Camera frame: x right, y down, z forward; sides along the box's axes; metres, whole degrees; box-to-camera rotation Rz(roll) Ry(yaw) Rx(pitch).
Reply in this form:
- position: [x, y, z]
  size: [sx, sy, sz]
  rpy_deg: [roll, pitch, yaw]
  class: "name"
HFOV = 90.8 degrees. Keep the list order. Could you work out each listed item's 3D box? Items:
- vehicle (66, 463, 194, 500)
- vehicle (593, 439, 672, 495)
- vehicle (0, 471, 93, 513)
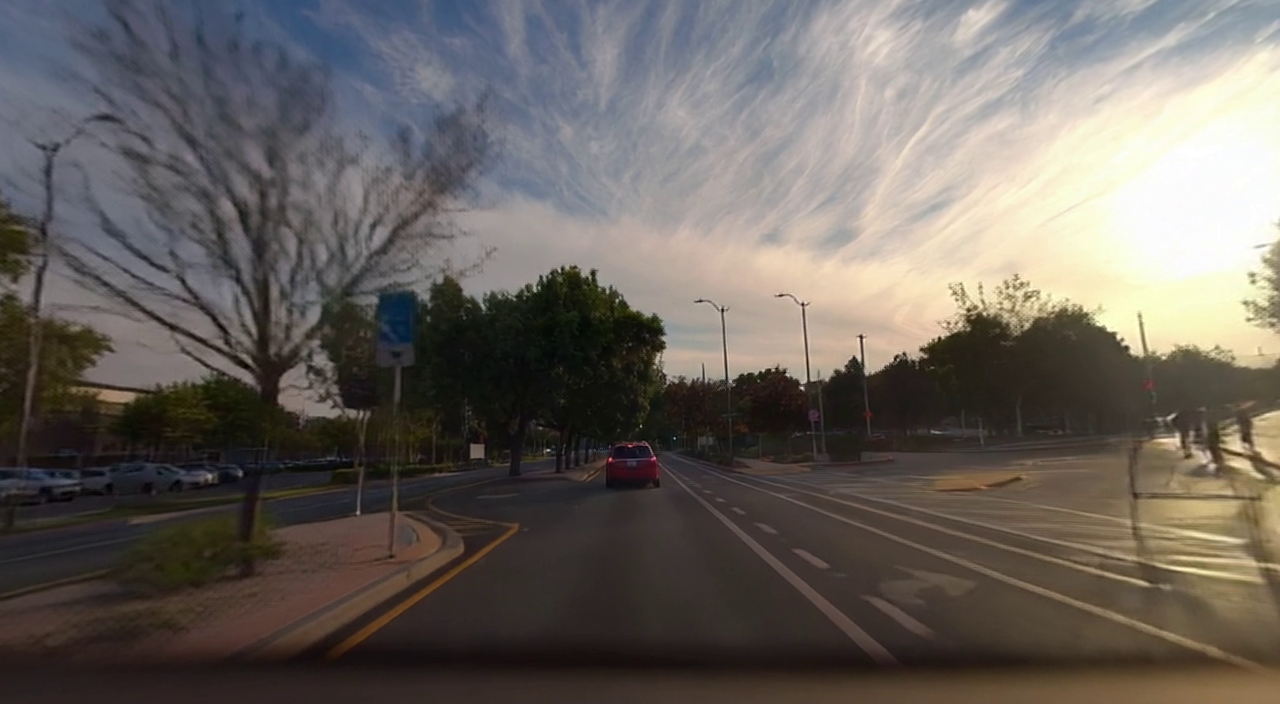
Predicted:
- position: [-22.943, 5.823, 28.559]
  size: [4.086, 1.478, 1.844]
  rpy_deg: [0, -8, -4]
  class: "vehicle"
- position: [-0.221, 3.566, 20.027]
  size: [2.221, 1.570, 4.398]
  rpy_deg: [0, -8, 0]
  class: "vehicle"
- position: [-23.233, 5.178, 23.516]
  size: [3.834, 1.418, 1.953]
  rpy_deg: [0, -9, -2]
  class: "vehicle"
